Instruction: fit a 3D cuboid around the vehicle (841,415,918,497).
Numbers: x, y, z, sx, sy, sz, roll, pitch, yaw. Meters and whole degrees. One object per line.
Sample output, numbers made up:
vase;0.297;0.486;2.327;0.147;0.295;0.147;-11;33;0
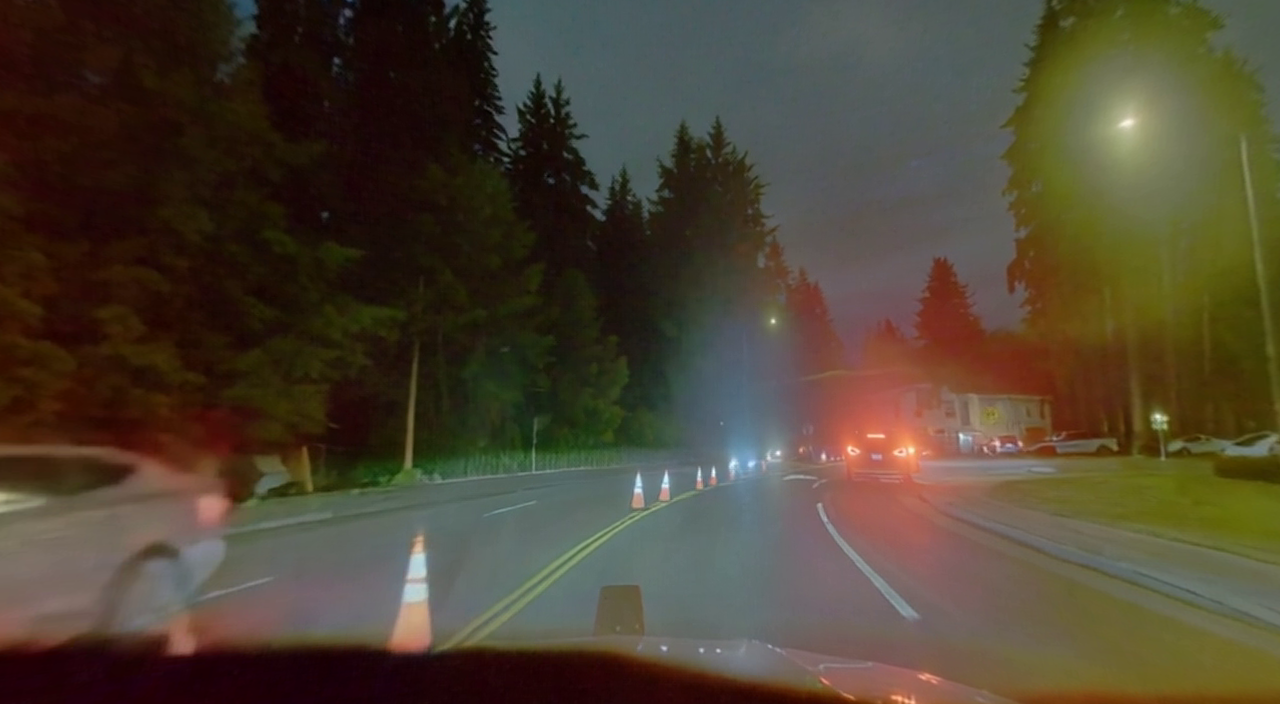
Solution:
vehicle;7.150;3.080;19.151;1.913;2.241;3.024;-3;-7;17

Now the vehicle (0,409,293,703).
vehicle;-3.878;1.016;2.905;1.945;1.494;4.201;0;-8;4

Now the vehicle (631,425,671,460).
vehicle;0.885;7.082;49.608;2.665;2.465;1.532;1;-6;22

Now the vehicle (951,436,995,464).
vehicle;22.347;6.524;42.284;2.030;1.774;3.884;-5;-10;34

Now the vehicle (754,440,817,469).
vehicle;8.016;5.555;34.513;1.933;1.428;4.449;-5;-10;33
